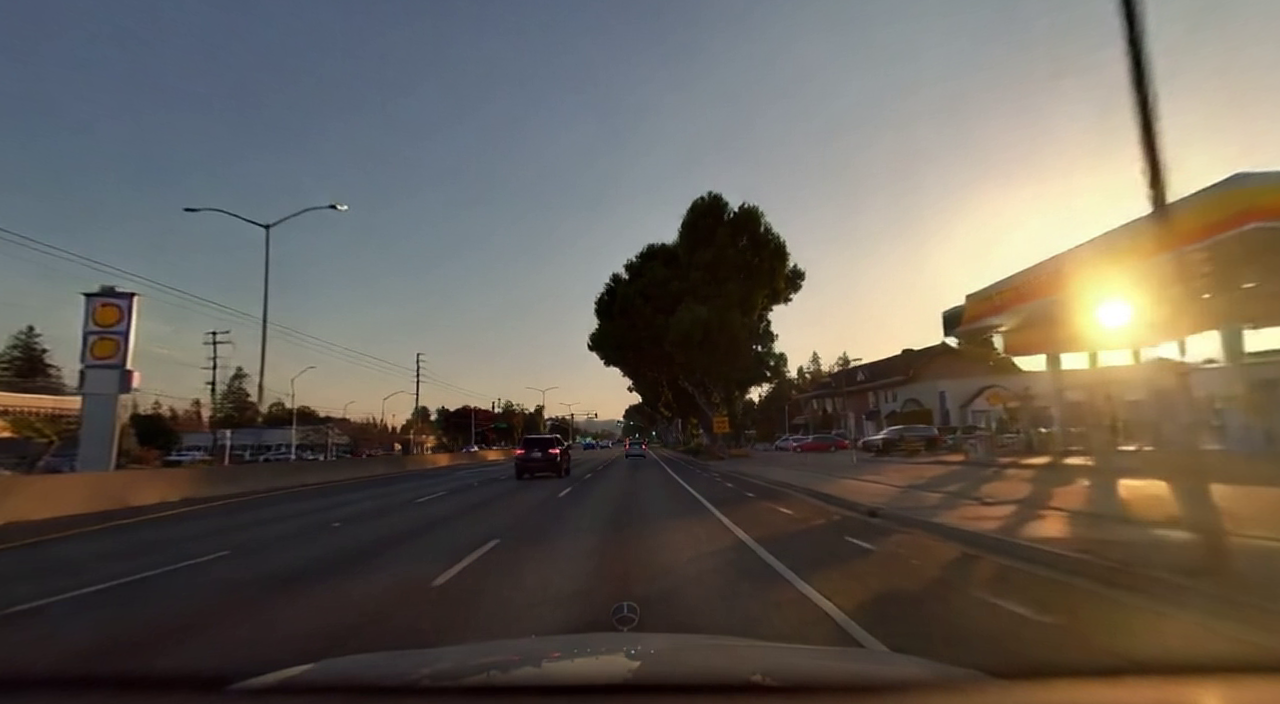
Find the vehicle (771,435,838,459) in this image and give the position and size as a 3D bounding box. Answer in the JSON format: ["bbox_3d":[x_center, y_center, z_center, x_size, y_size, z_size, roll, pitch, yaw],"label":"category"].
[{"bbox_3d":[12.875,7.439,49.711,4.612,1.491,2.061,-4,-8,2],"label":"vehicle"}]

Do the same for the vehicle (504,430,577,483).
[{"bbox_3d":[-3.566,3.849,23.550,1.985,1.772,4.479,0,-8,0],"label":"vehicle"}]

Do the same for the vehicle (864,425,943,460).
[{"bbox_3d":[14.373,5.009,34.854,2.041,1.793,5.054,0,-9,-1],"label":"vehicle"}]
